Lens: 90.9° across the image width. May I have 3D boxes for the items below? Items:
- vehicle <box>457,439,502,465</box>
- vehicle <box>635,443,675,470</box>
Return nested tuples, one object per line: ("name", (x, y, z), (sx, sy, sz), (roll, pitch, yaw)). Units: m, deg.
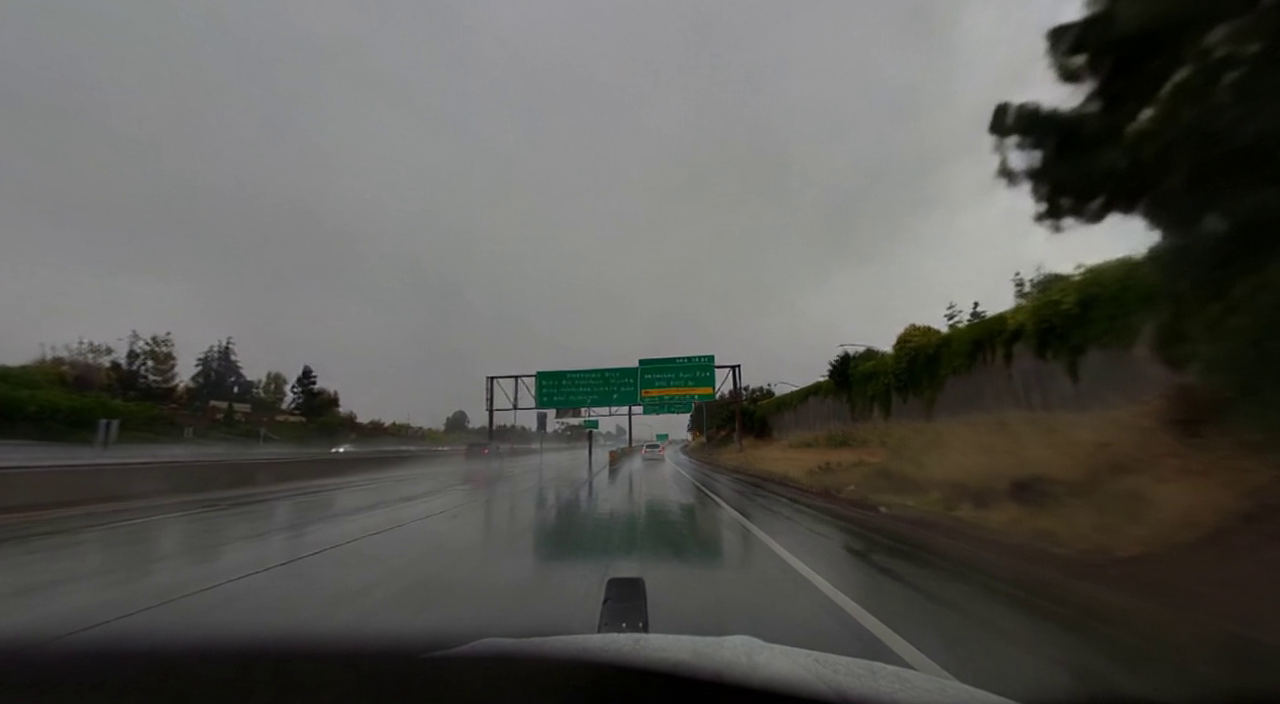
("vehicle", (-12.138, 7.571, 48.037), (2.246, 1.812, 4.740), (0, -8, -1))
("vehicle", (0.838, 6.029, 36.578), (2.137, 1.461, 3.999), (-1, -8, 1))
